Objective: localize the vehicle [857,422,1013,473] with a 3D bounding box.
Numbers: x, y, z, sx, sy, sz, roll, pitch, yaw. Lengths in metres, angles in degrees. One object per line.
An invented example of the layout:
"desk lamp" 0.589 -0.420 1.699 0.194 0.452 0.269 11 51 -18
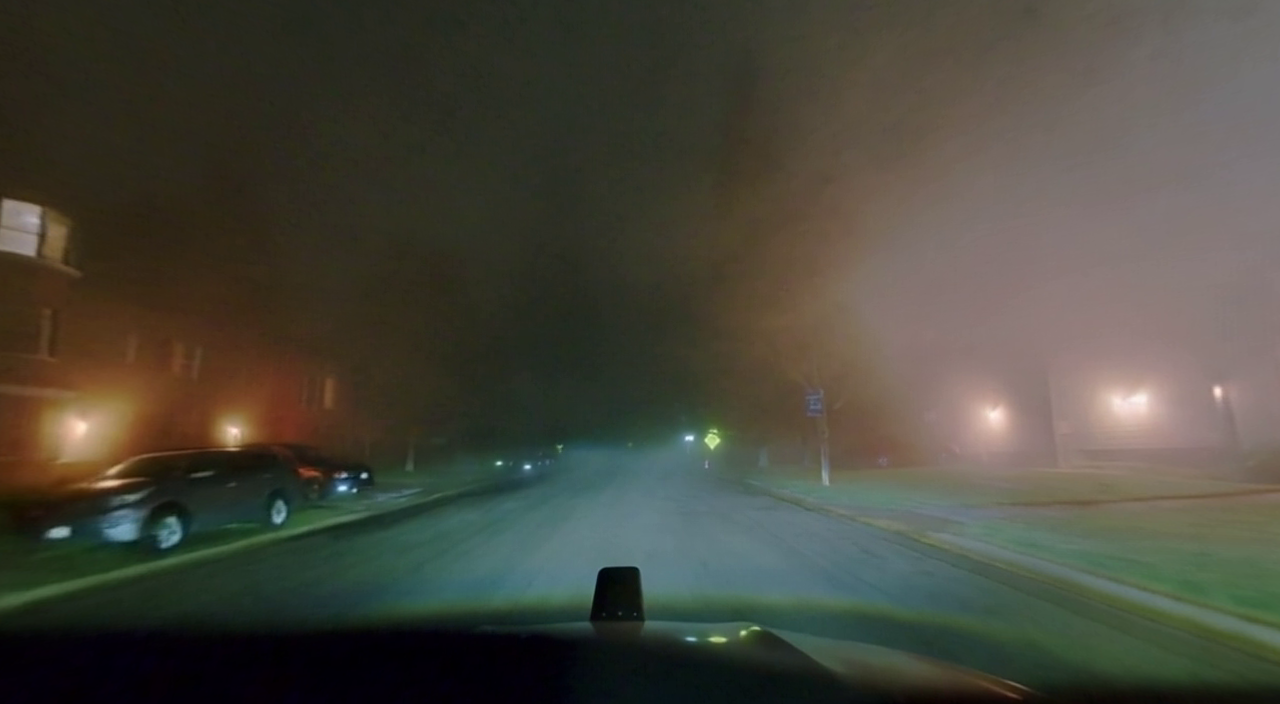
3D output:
"vehicle" 12.093 3.931 26.115 5.367 1.953 2.257 1 -9 -9

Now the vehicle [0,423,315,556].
"vehicle" -8.427 2.391 11.518 2.352 1.843 4.979 -1 -10 0
